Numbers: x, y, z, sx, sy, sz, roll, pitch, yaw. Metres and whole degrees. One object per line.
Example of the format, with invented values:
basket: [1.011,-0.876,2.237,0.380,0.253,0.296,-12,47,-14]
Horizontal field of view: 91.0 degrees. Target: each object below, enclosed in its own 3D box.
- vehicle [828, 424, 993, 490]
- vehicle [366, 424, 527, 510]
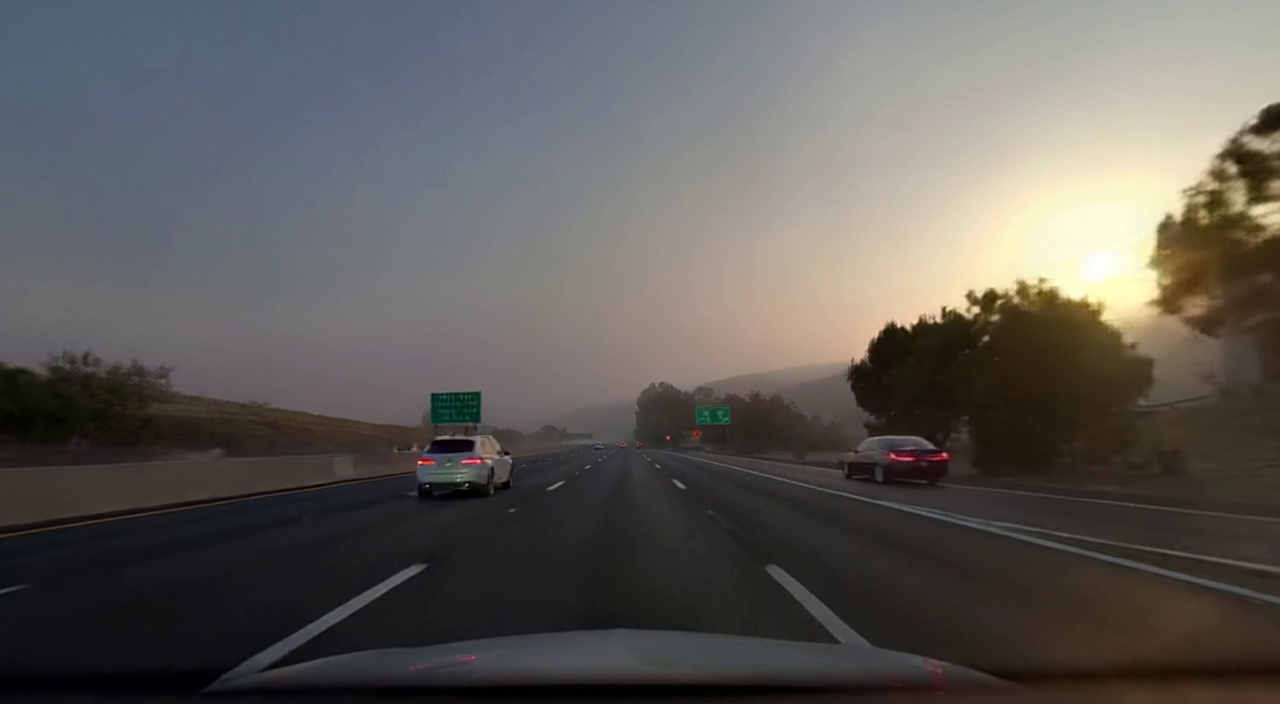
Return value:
vehicle: [7.575,2.988,18.348,2.136,1.641,4.964,1,-8,-7]
vehicle: [-4.258,2.609,14.934,2.200,1.662,5.091,0,-8,0]
